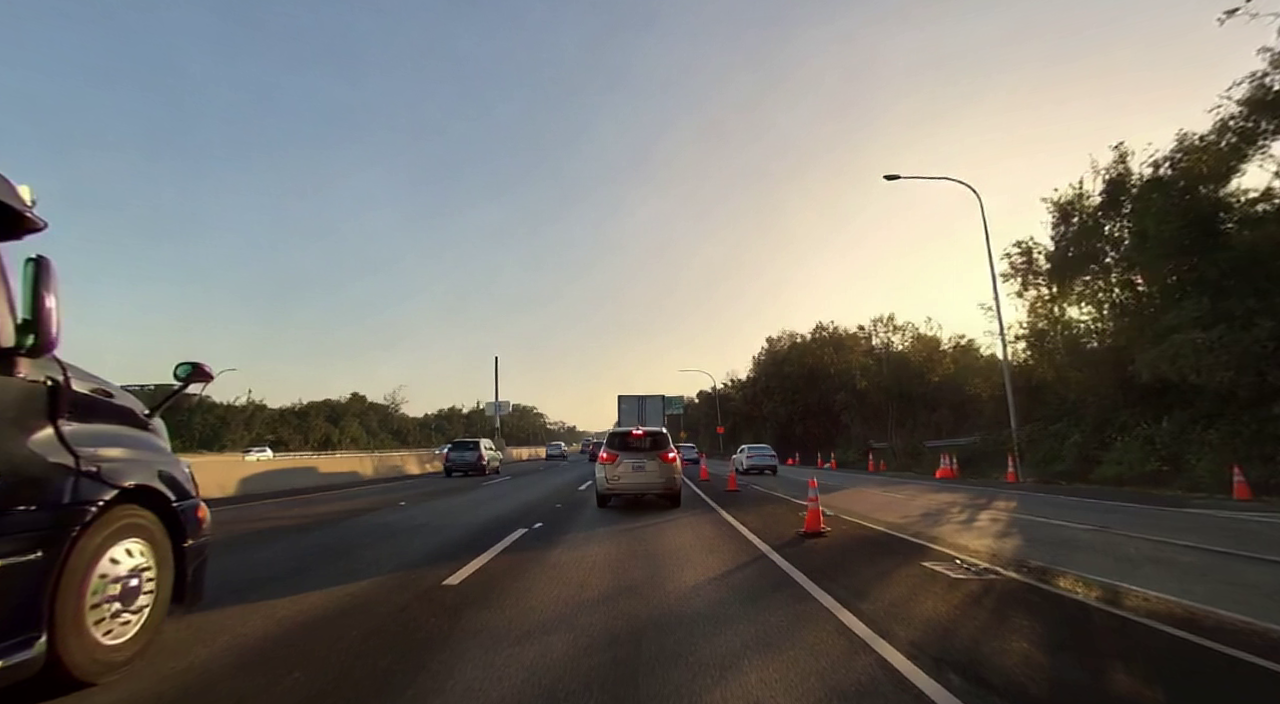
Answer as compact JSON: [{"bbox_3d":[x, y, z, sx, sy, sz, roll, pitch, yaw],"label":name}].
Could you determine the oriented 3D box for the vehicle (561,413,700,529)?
[{"bbox_3d":[-0.152,2.152,11.827,2.152,1.779,3.924,0,-9,0],"label":"vehicle"}]

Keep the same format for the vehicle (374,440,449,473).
[{"bbox_3d":[-11.263,5.189,31.430,1.985,1.496,4.583,0,-9,1],"label":"vehicle"}]

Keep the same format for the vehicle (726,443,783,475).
[{"bbox_3d":[5.776,5.447,32.278,1.918,1.479,4.571,0,-9,-2],"label":"vehicle"}]

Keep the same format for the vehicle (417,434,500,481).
[{"bbox_3d":[-7.198,4.218,25.534,1.950,1.716,4.436,0,-9,1],"label":"vehicle"}]
